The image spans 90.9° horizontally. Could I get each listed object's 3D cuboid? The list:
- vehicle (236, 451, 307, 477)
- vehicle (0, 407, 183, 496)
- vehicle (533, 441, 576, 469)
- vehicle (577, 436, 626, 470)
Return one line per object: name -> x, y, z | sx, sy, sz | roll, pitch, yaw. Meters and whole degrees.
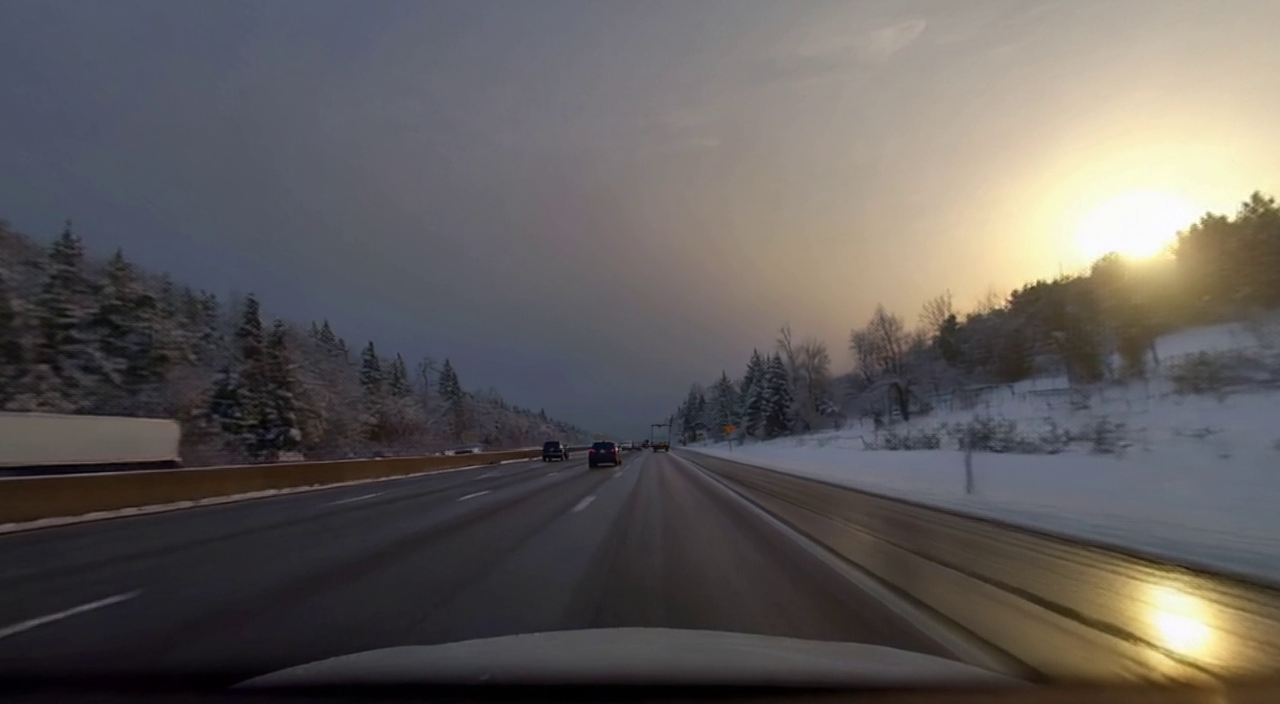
vehicle -> -27.285, 8.277, 46.915 | 2.181, 1.785, 4.823 | 0, -9, 2
vehicle -> -35.363, 5.811, 36.987 | 3.042, 4.687, 18.122 | 0, -9, 2
vehicle -> -5.526, 6.725, 41.442 | 2.062, 1.691, 4.278 | 0, -9, 2
vehicle -> -2.114, 5.733, 36.002 | 2.283, 1.802, 4.810 | 0, -9, 2
